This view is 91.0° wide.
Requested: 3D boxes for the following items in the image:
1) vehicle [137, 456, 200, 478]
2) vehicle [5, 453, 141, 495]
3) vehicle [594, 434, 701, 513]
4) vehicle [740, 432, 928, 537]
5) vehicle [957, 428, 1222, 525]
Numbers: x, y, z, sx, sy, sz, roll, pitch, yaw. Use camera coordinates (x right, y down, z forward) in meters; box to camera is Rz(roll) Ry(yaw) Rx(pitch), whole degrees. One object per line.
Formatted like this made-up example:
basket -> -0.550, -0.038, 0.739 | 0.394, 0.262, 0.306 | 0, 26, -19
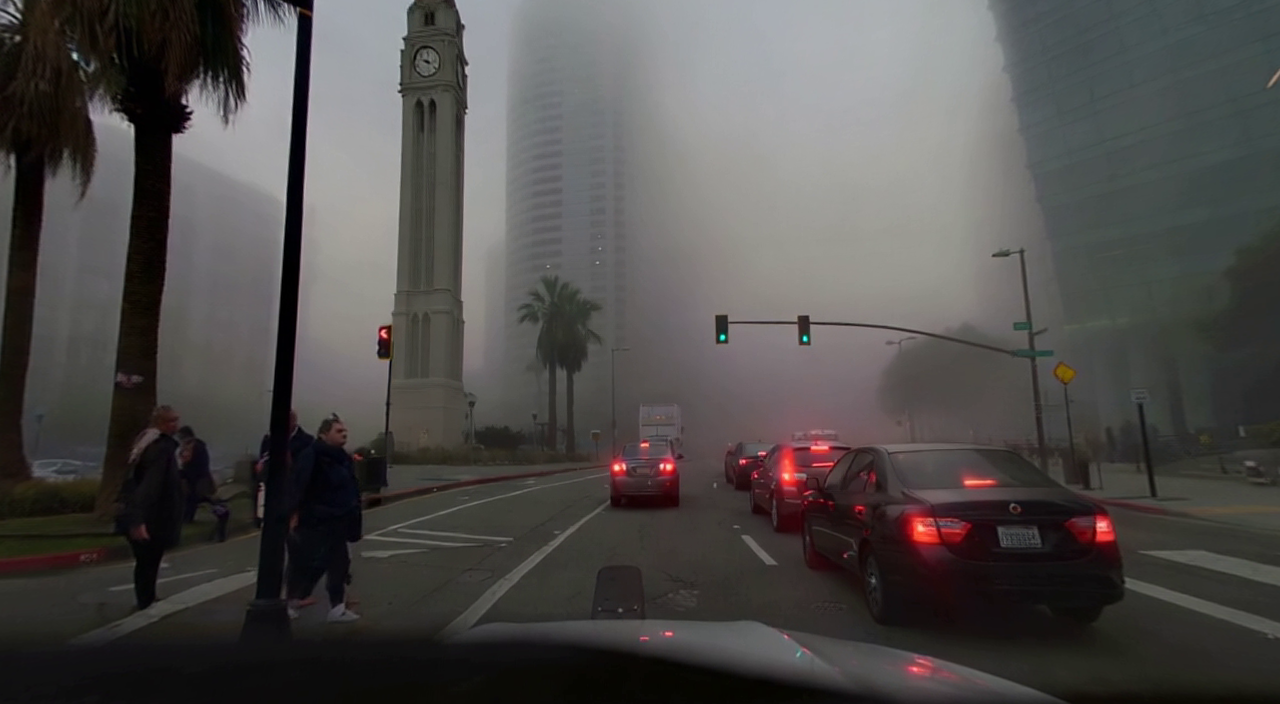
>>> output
vehicle -> -36.768, 8.978, 49.222 | 1.700, 1.527, 4.445 | 1, -9, -4
vehicle -> -26.698, 5.719, 29.931 | 2.105, 1.793, 4.812 | 0, -9, -4
vehicle -> 0.177, 2.612, 13.994 | 2.048, 1.503, 3.681 | 0, -9, 1
vehicle -> 3.113, 2.222, 11.194 | 1.913, 1.469, 4.425 | 0, -9, 0
vehicle -> 8.177, 2.283, 12.089 | 1.859, 1.508, 4.259 | 0, -9, -1
